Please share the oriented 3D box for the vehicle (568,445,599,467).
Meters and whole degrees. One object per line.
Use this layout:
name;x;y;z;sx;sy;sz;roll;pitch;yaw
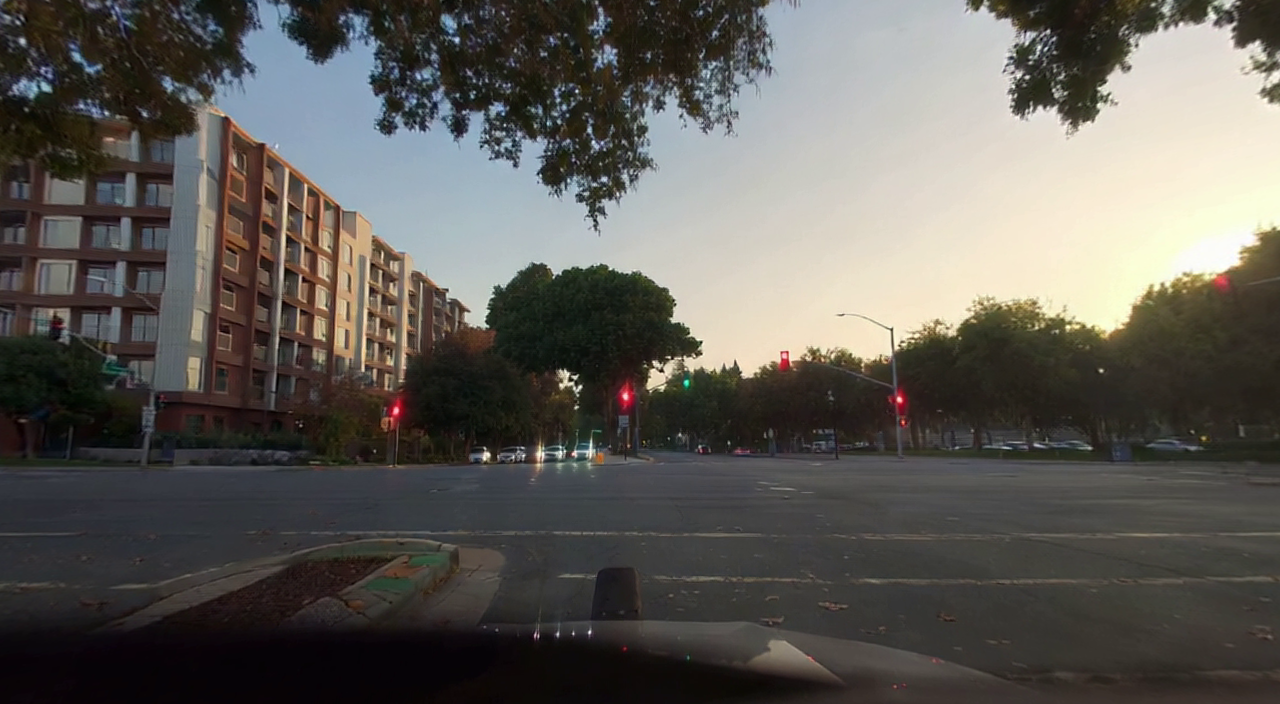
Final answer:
vehicle;-4.390;8.131;49.747;2.130;1.613;4.121;0;-8;0
